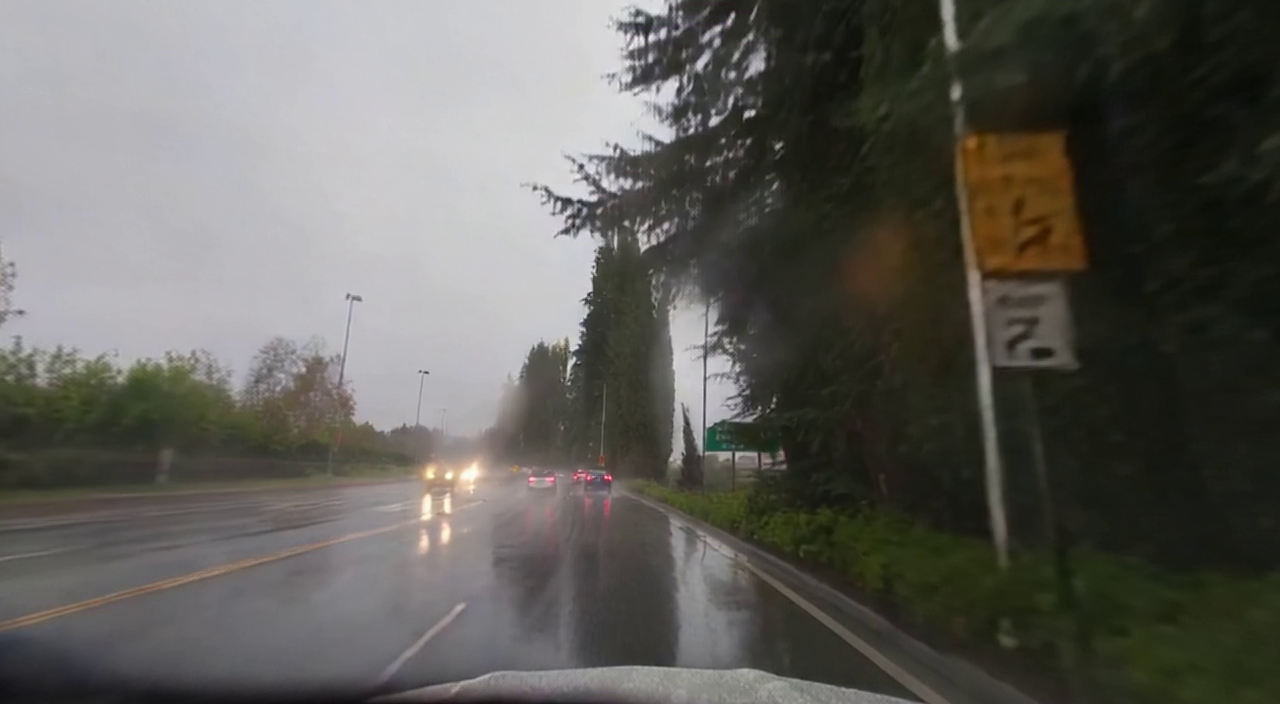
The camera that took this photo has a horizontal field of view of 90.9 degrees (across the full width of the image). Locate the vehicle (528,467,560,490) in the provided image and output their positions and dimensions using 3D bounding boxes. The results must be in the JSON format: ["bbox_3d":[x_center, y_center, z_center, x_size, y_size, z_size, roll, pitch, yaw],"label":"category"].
[{"bbox_3d":[-6.760,8.929,44.682,2.030,1.441,4.806,2,-11,-7],"label":"vehicle"}]

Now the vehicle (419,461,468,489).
[{"bbox_3d":[-12.812,8.069,41.356,2.183,1.665,4.498,2,-11,-7],"label":"vehicle"}]

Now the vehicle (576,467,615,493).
[{"bbox_3d":[-2.852,7.978,39.349,2.129,1.471,4.258,2,-11,-7],"label":"vehicle"}]
